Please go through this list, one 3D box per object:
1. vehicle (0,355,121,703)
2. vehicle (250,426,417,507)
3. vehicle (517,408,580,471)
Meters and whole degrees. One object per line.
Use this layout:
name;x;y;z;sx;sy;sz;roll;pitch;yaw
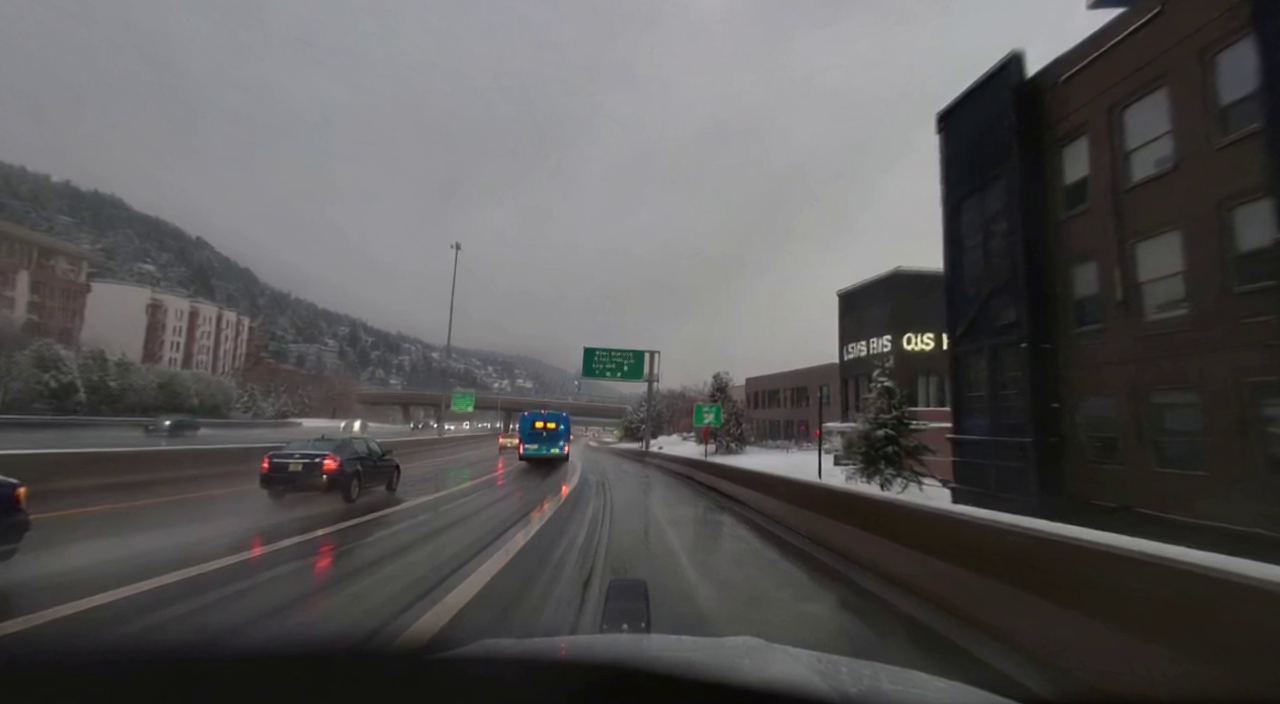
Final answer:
vehicle;-3.887;0.643;1.155;2.056;1.728;4.413;0;-9;0
vehicle;-7.319;2.778;15.665;1.993;1.690;4.450;0;-9;-2
vehicle;-5.092;4.783;34.601;2.888;2.944;8.373;2;-8;-9
